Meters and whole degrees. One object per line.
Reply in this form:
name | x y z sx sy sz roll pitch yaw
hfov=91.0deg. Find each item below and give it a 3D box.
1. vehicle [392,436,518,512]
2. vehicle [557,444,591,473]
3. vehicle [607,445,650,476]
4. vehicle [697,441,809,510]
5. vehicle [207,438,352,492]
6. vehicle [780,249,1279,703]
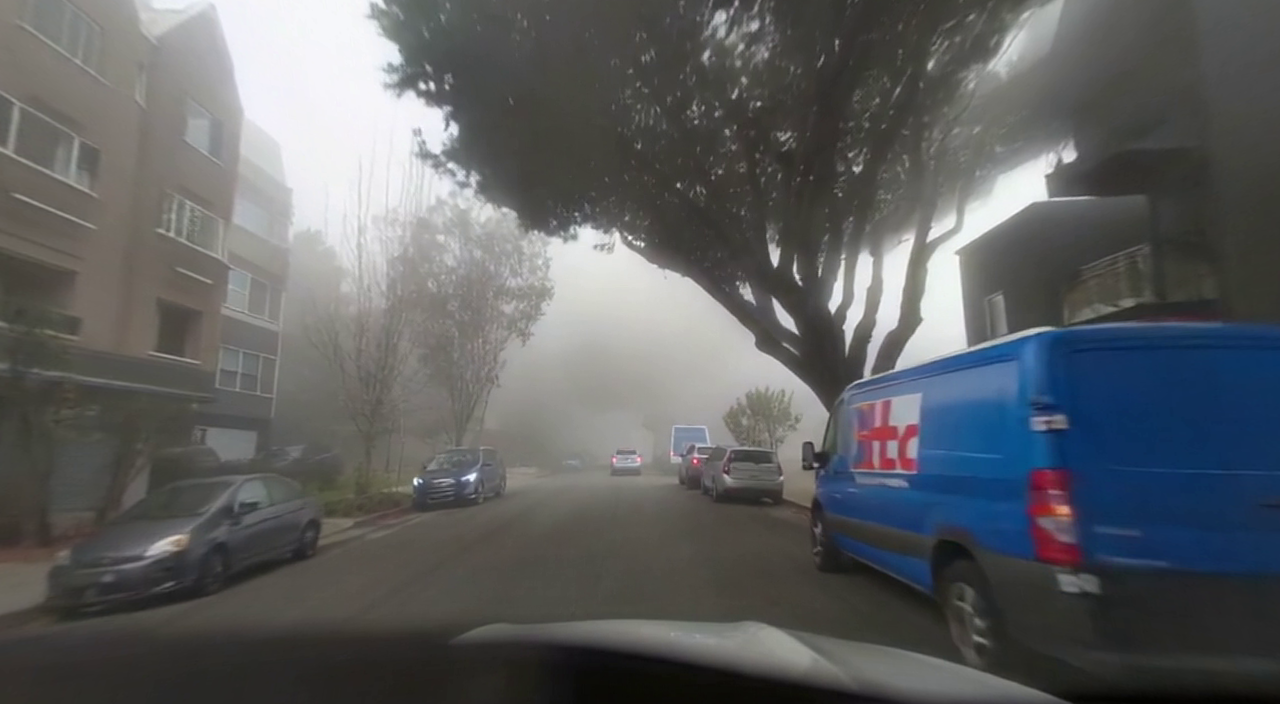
vehicle | -4.902 3.248 17.470 2.090 1.497 4.639 1 -4 0
vehicle | -4.701 7.619 45.326 1.951 1.662 4.046 1 -4 0
vehicle | -0.618 5.598 32.735 2.095 1.510 3.605 0 -8 -1
vehicle | 2.642 2.977 15.728 1.906 1.471 3.941 0 -8 -3
vehicle | -11.328 3.543 20.217 1.795 1.513 4.442 0 -8 3
vehicle | 2.684 0.977 4.455 2.303 2.049 4.719 0 -8 0
